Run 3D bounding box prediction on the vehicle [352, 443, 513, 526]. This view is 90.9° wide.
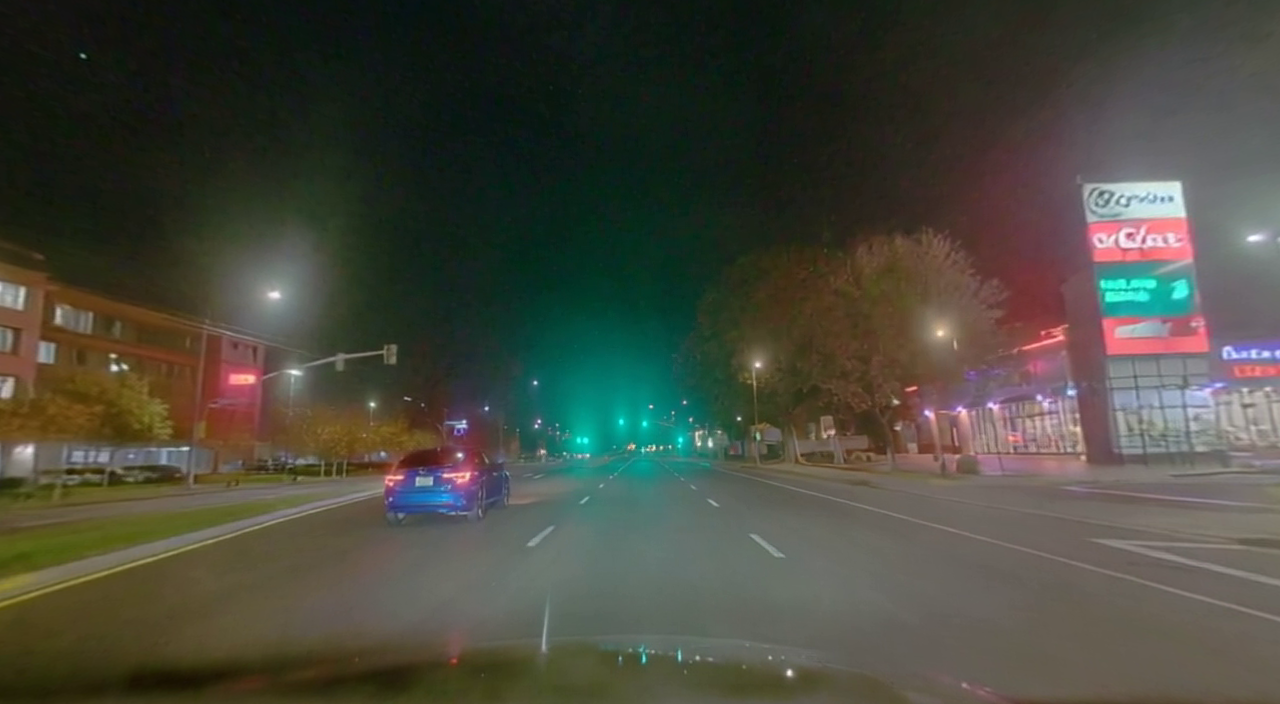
[{"bbox_3d":[-4.190,2.718,13.643,2.082,1.460,4.636,0,-8,-2],"label":"vehicle"}]
